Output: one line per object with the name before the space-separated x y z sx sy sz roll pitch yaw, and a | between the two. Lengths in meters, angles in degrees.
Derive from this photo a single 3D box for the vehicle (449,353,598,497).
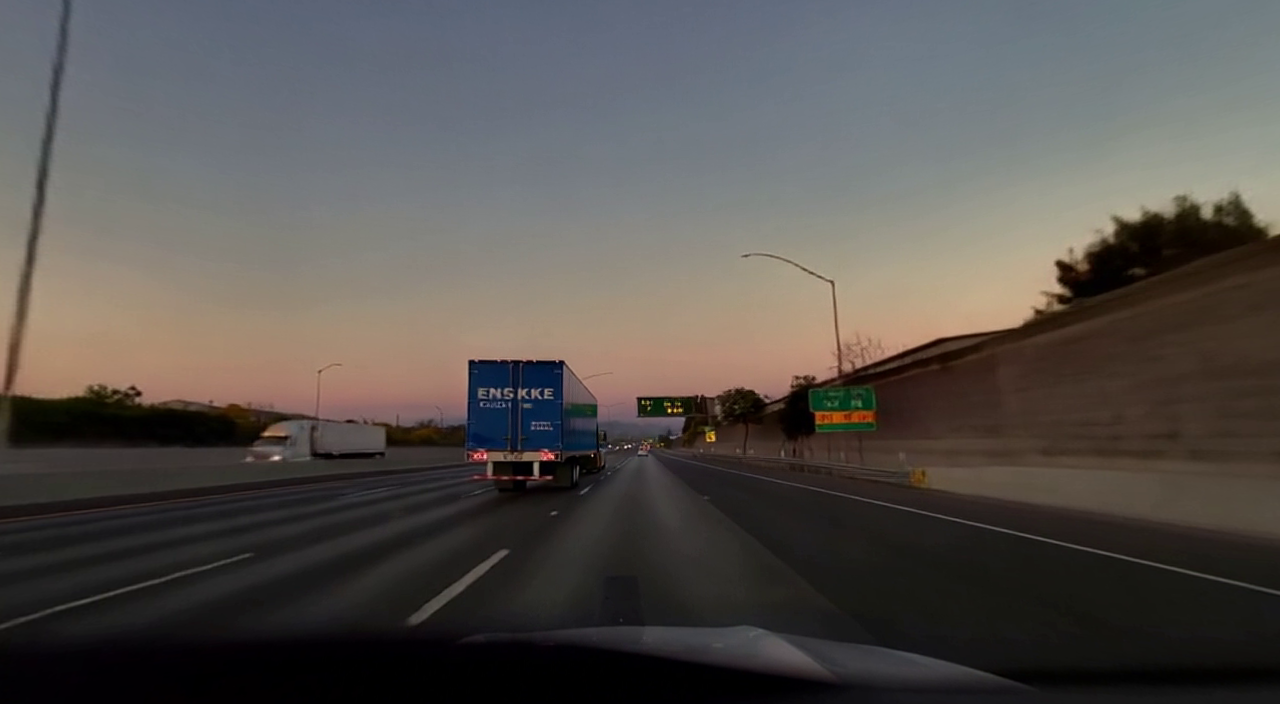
vehicle | -3.566 2.828 22.967 3.059 3.956 11.036 0 -9 1
